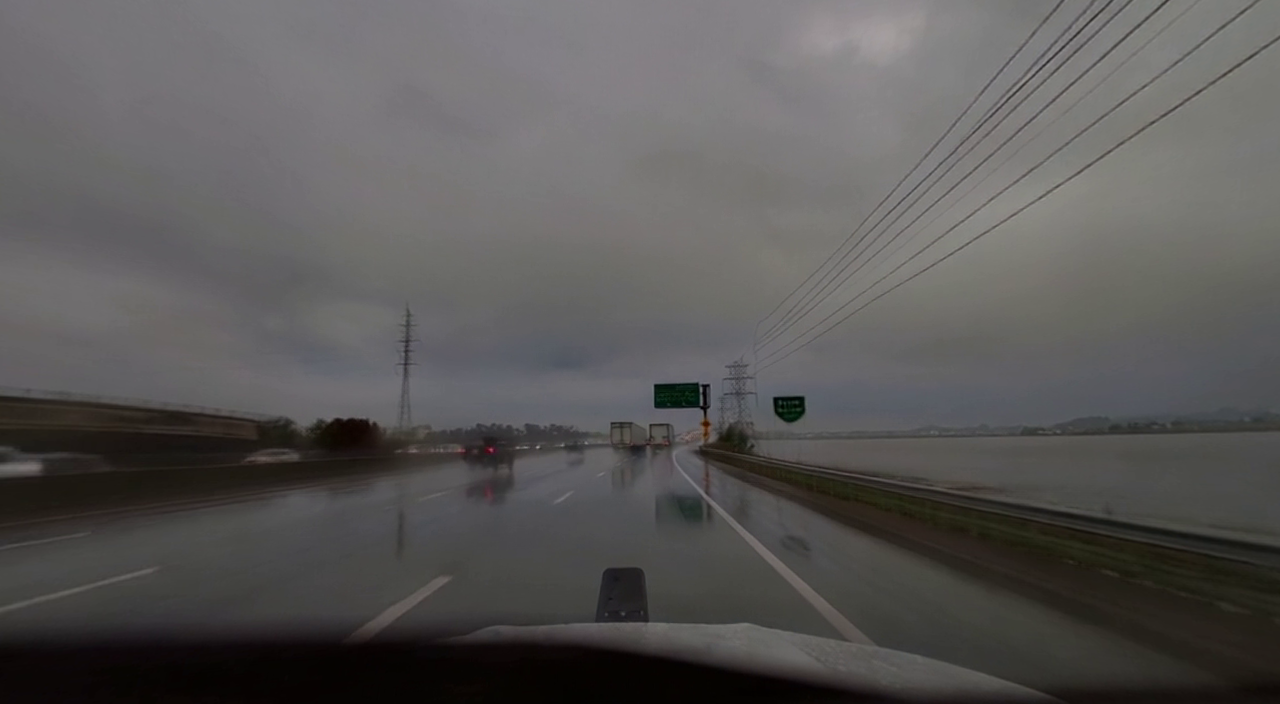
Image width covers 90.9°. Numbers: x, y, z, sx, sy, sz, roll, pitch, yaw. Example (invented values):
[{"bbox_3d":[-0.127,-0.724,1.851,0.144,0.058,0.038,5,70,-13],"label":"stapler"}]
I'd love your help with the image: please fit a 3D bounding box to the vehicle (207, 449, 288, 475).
[{"bbox_3d":[-23.835,6.664,38.546,1.966,1.446,4.490,-1,-8,2],"label":"vehicle"}]
